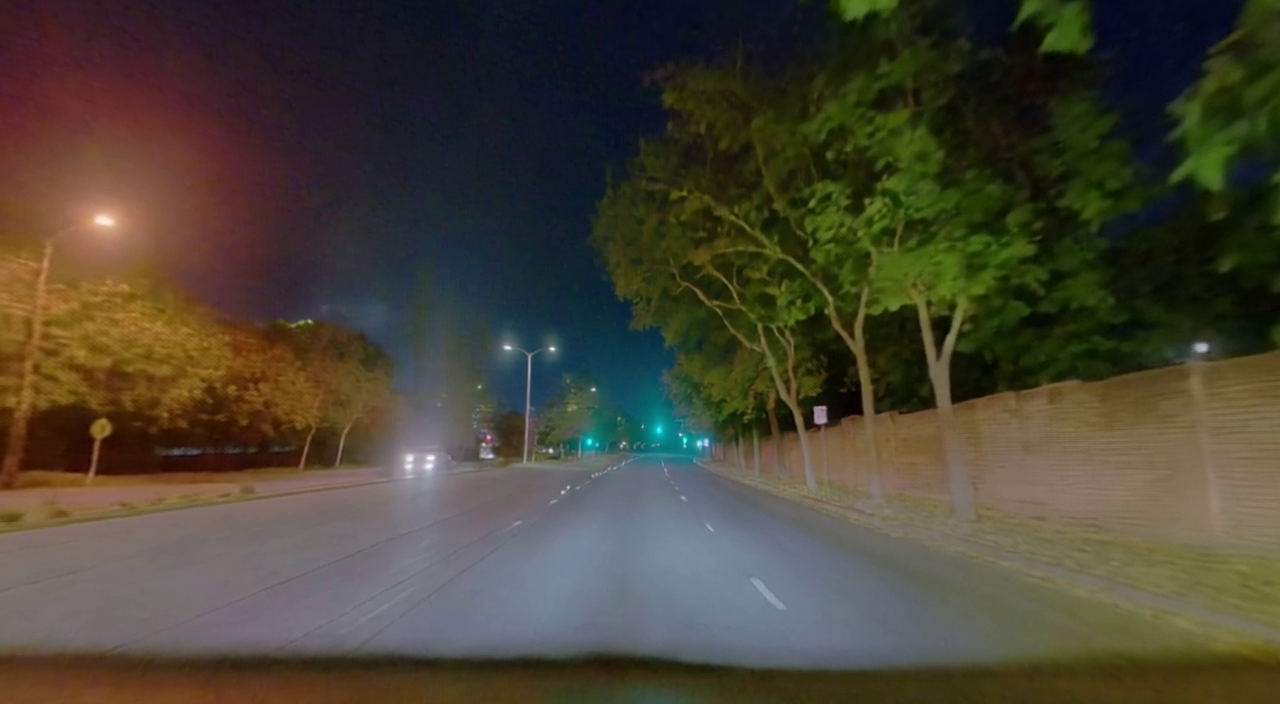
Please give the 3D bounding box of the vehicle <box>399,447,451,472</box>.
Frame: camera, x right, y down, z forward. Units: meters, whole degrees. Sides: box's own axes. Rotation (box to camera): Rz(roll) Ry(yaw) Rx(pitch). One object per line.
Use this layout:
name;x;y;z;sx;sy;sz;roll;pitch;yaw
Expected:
vehicle;-14.866;7.434;43.835;1.995;1.630;4.533;0;-9;0
